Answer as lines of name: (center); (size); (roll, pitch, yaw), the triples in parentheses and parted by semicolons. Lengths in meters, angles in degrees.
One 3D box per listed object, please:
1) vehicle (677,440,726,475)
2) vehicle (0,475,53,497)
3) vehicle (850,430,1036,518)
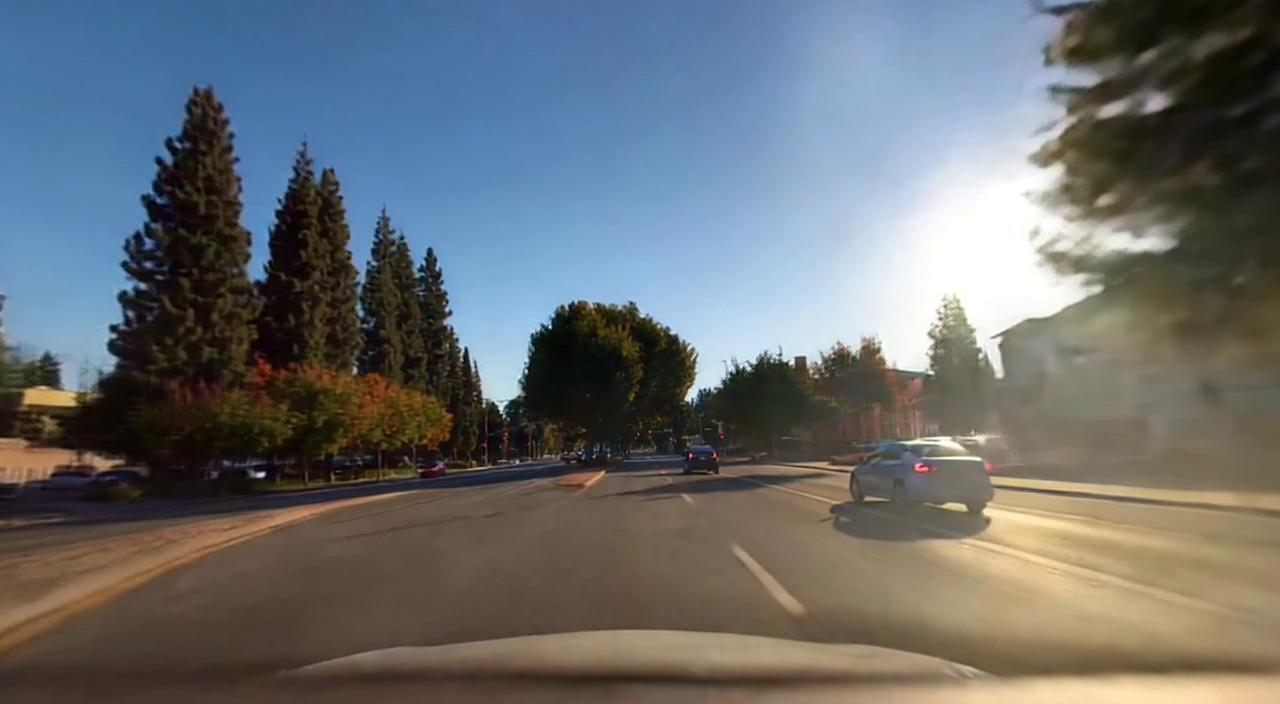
vehicle: (3.257, 5.708, 34.328); (2.095, 1.759, 4.862); (-1, -9, -1)
vehicle: (-48.331, 10.323, 48.870); (1.754, 1.437, 4.117); (-1, -9, 0)
vehicle: (6.453, 2.642, 14.119); (2.000, 1.618, 4.238); (-1, -9, 0)
